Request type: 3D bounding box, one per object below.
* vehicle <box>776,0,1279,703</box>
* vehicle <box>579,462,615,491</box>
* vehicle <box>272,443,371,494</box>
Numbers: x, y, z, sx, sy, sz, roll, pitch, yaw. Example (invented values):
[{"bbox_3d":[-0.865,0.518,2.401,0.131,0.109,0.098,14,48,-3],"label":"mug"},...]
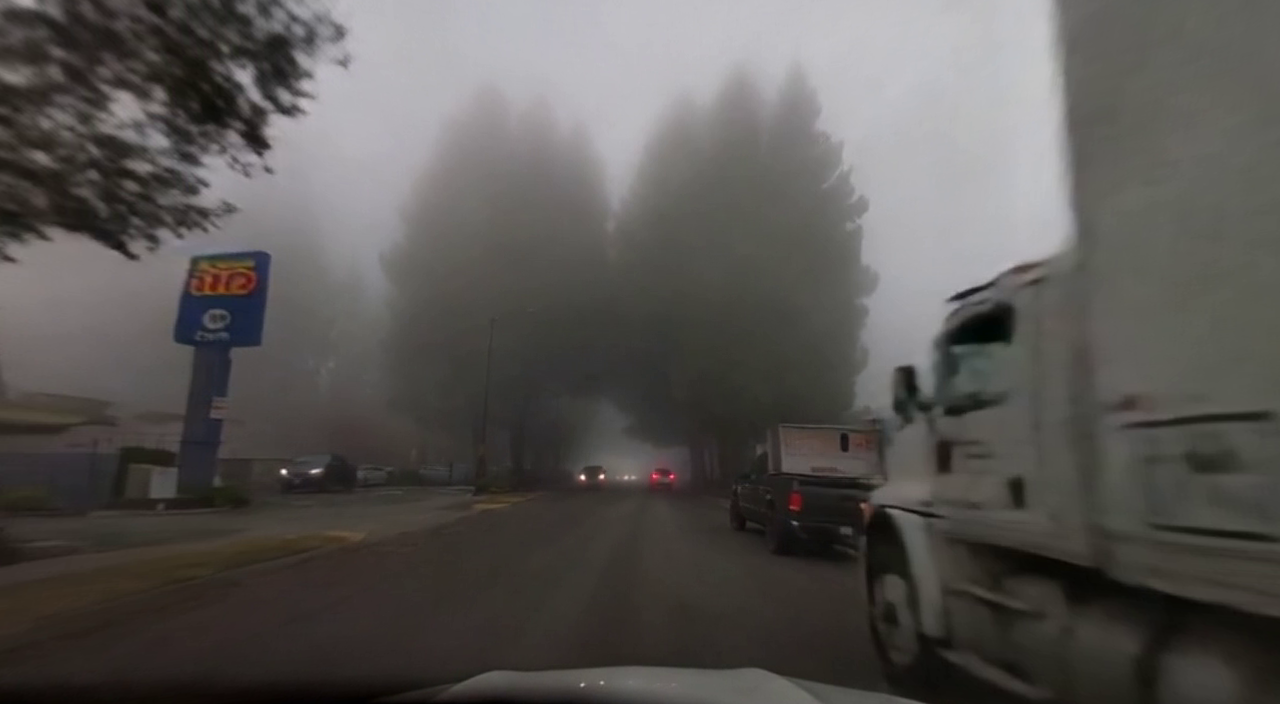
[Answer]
[{"bbox_3d":[3.252,0.463,5.125,3.018,3.962,5.984,0,-11,1],"label":"vehicle"},{"bbox_3d":[-2.950,8.690,44.120,2.165,1.889,4.825,1,-11,0],"label":"vehicle"},{"bbox_3d":[-13.209,4.810,26.468,2.062,1.889,4.115,2,-8,-3],"label":"vehicle"}]
